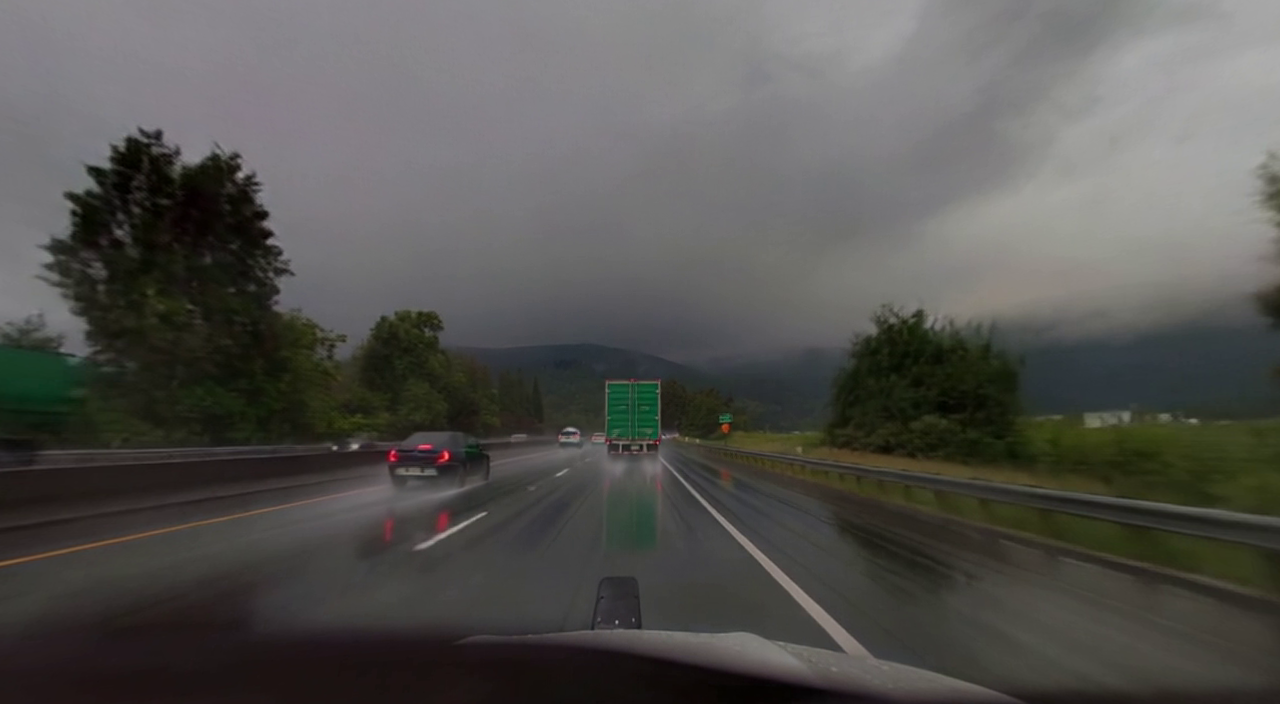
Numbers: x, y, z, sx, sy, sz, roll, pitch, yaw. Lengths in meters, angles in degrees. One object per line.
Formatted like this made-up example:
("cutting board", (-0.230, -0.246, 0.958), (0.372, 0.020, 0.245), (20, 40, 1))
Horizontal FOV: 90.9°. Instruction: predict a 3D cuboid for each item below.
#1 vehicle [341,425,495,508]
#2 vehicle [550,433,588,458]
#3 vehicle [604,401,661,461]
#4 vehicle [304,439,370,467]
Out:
("vehicle", (-4.572, 2.398, 13.658), (1.909, 1.520, 3.897), (0, -8, 0))
("vehicle", (-5.049, 6.688, 45.299), (2.138, 1.697, 4.587), (0, -8, 1))
("vehicle", (-0.322, 3.354, 26.674), (2.319, 2.461, 1.270), (0, -8, 0))
("vehicle", (-18.004, 5.984, 37.684), (1.878, 1.594, 4.150), (0, -8, 0))
